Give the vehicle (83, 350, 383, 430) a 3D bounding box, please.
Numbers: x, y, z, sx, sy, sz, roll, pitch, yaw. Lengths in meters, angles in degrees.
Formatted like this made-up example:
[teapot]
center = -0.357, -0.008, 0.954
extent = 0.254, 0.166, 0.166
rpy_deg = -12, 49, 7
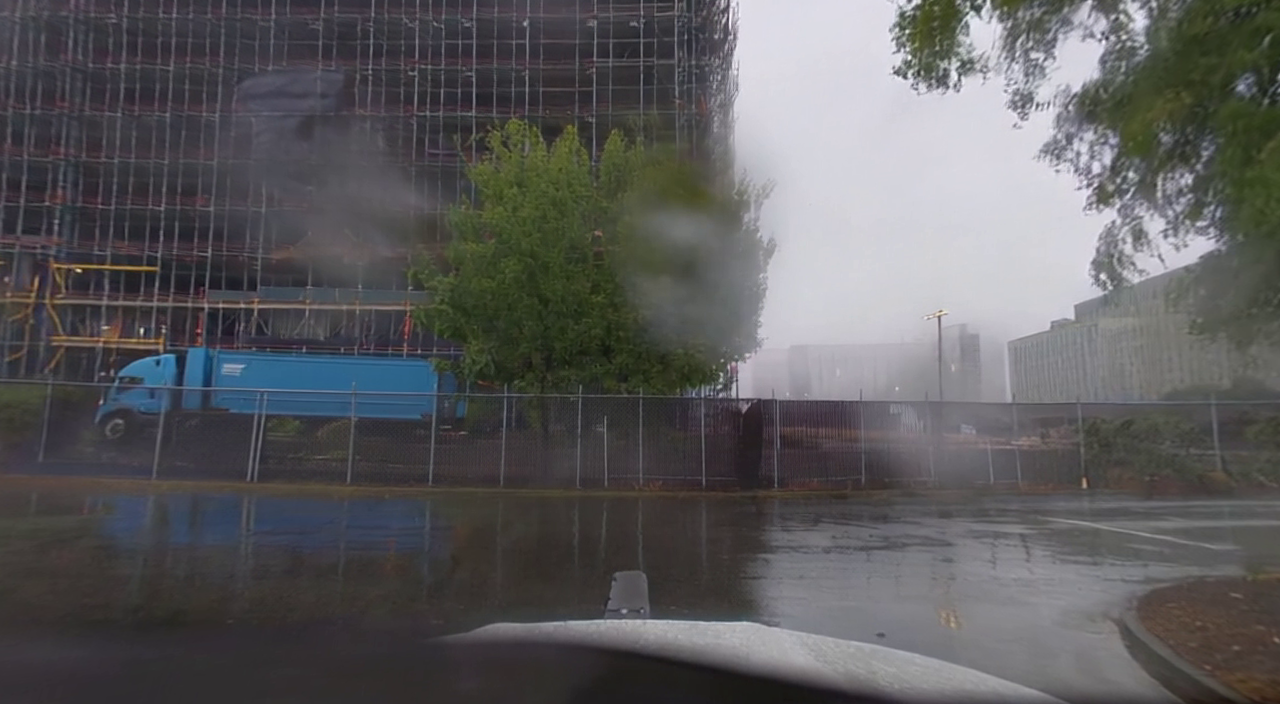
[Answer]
[vehicle]
center = -22.741, 2.396, 36.467
extent = 14.067, 4.099, 2.832
rpy_deg = 3, -8, -15
